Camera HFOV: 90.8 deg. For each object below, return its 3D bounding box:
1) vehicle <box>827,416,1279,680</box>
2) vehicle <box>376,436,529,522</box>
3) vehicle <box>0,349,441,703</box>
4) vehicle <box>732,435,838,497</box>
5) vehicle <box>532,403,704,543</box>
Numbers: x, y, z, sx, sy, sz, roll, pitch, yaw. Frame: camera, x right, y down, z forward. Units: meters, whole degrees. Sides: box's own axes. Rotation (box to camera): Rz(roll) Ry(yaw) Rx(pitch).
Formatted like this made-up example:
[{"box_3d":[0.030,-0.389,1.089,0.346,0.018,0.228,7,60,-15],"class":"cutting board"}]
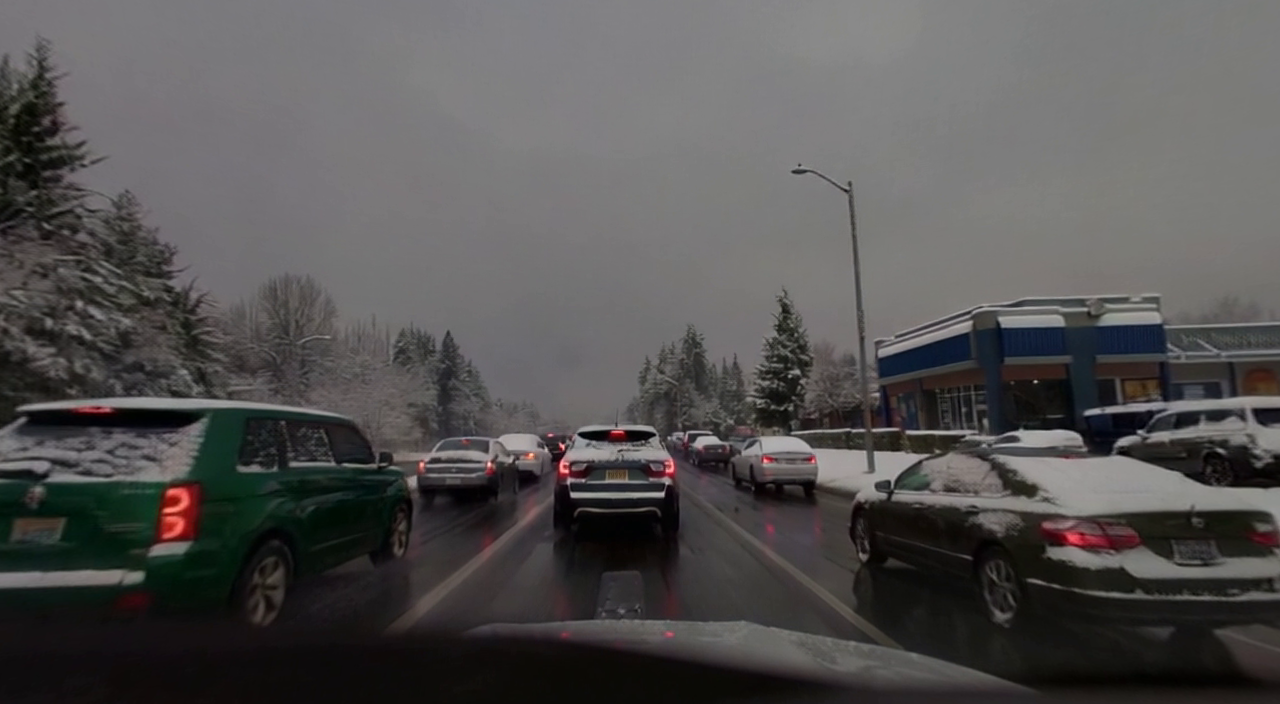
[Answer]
[{"box_3d":[3.378,1.440,5.826,1.900,1.477,4.352,0,-9,-1],"class":"vehicle"},{"box_3d":[-3.567,2.480,12.909,1.849,1.451,4.218,0,-9,-1],"class":"vehicle"},{"box_3d":[-3.628,1.229,5.567,2.231,1.853,4.461,0,-9,0],"class":"vehicle"},{"box_3d":[3.896,3.135,17.762,1.875,1.521,4.192,0,-9,-1],"class":"vehicle"},{"box_3d":[-0.326,1.899,10.441,2.238,1.825,4.190,0,-9,-1],"class":"vehicle"}]
